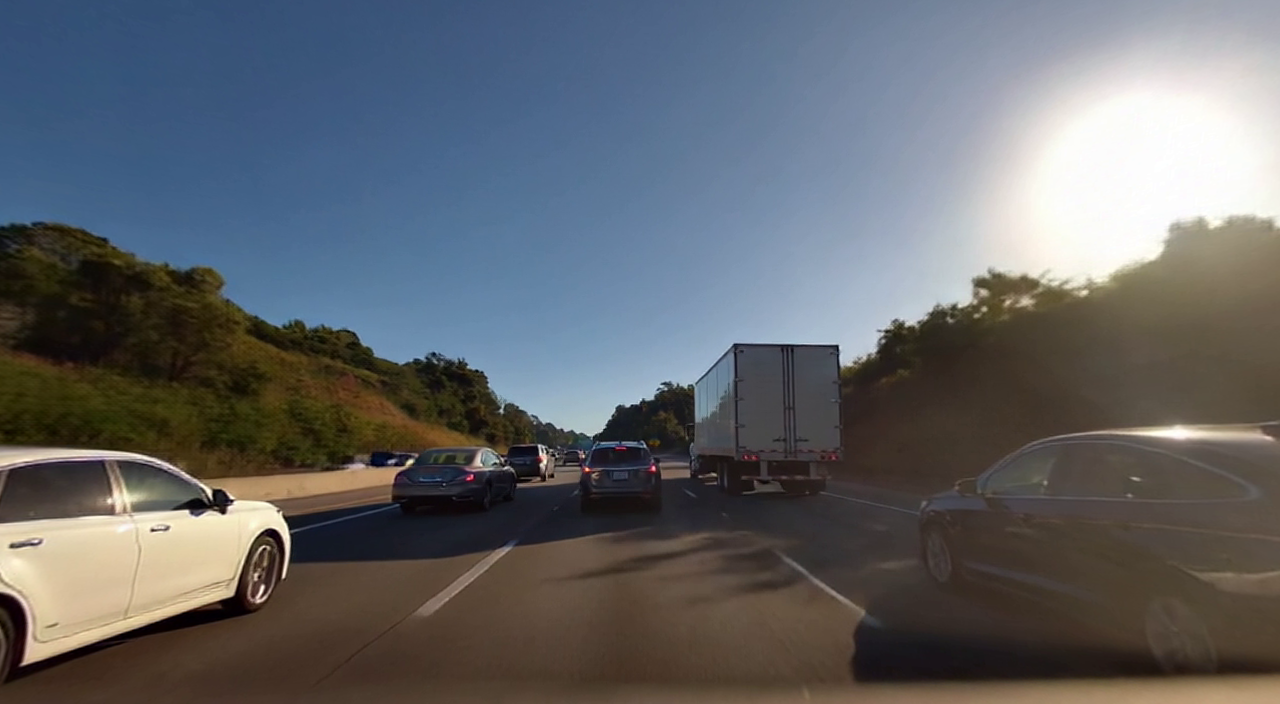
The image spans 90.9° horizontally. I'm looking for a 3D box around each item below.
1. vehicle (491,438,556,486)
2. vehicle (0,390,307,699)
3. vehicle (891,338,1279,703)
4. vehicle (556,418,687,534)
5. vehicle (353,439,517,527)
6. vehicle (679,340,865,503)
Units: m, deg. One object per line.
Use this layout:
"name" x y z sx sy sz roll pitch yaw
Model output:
"vehicle" -4.729 4.513 26.114 1.959 1.808 3.790 0 -9 0
"vehicle" -4.288 1.184 4.369 1.789 1.620 3.841 0 -9 1
"vehicle" 3.638 1.062 4.065 2.076 1.751 4.666 0 -9 0
"vehicle" -0.303 2.272 12.026 2.037 1.792 4.194 0 -9 0
"vehicle" -3.984 2.612 13.131 1.923 1.503 4.293 0 -9 1
"vehicle" 3.807 2.931 23.718 3.186 4.111 15.553 0 -9 -2
